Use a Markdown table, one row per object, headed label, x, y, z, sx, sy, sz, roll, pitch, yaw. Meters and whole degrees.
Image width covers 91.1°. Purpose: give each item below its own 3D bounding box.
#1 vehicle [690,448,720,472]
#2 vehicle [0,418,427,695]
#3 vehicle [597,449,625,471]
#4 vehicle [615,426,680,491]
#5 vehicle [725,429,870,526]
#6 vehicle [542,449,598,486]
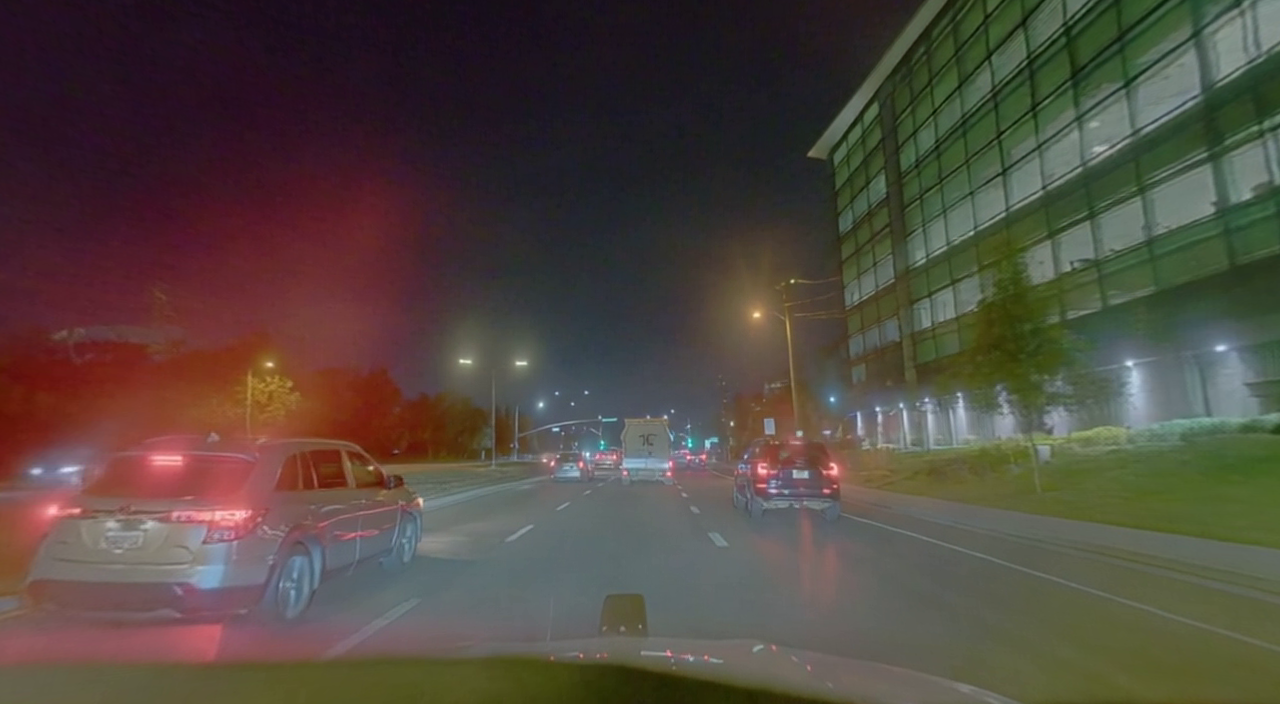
| label | x | y | z | sx | sy | sz | roll | pitch | yaw |
| --- | --- | --- | --- | --- | --- | --- | --- | --- | --- |
| vehicle | 5.028 | 8.418 | 49.111 | 2.092 | 1.696 | 4.218 | 0 | -9 | 2 |
| vehicle | -3.600 | 1.510 | 5.716 | 1.934 | 1.643 | 3.718 | 0 | -9 | 1 |
| vehicle | -2.260 | 8.559 | 49.977 | 1.911 | 1.632 | 4.149 | 0 | -9 | 2 |
| vehicle | 0.443 | 4.467 | 26.749 | 2.457 | 2.440 | 5.486 | -1 | -9 | 4 |
| vehicle | 3.464 | 2.858 | 14.871 | 2.283 | 1.923 | 4.427 | 0 | -9 | 0 |
| vehicle | -3.228 | 5.408 | 29.709 | 1.984 | 1.567 | 4.311 | 0 | -9 | 3 |
